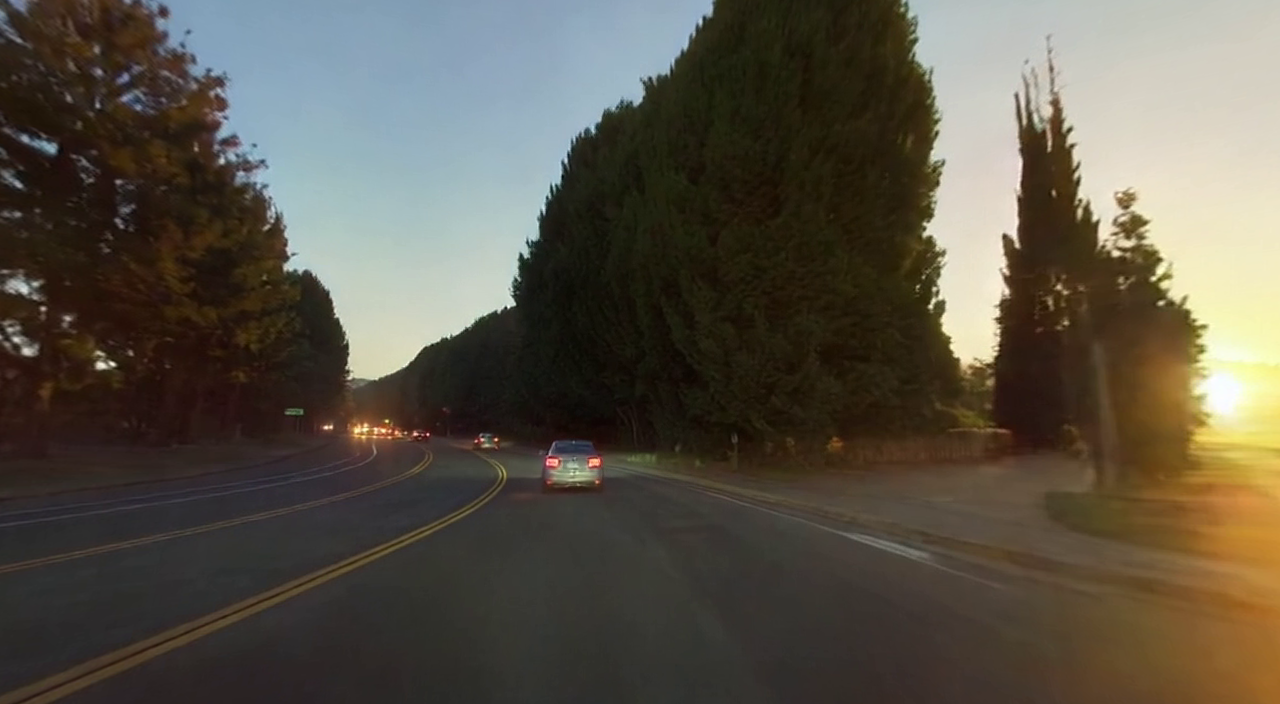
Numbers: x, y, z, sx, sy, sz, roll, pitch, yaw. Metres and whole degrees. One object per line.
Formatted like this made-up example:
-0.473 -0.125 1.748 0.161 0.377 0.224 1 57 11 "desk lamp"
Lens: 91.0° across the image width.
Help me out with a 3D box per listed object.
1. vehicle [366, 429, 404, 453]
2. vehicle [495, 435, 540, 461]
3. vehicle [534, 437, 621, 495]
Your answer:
-17.113 5.980 42.170 2.126 1.493 4.748 4 -9 -23 "vehicle"
-7.782 6.062 39.712 2.080 1.530 3.719 3 -9 -21 "vehicle"
-1.977 3.349 18.867 2.296 1.510 4.068 2 -9 -9 "vehicle"
